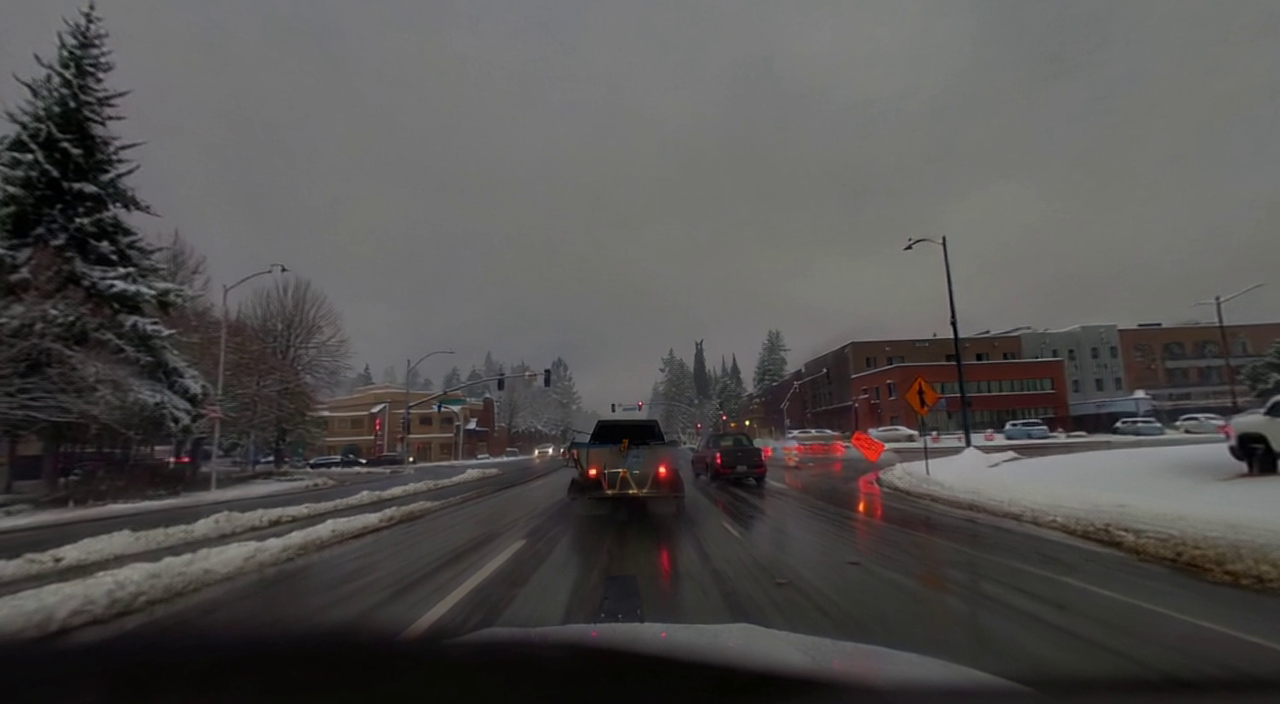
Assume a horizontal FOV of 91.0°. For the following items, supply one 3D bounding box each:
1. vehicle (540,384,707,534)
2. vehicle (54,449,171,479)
[{"bbox_3d":[-0.388,1.934,11.909,2.350,2.122,5.801,0,-8,-3],"label":"vehicle"},{"bbox_3d":[-36.084,7.669,43.168,5.755,1.945,2.403,0,-8,-1],"label":"vehicle"}]
